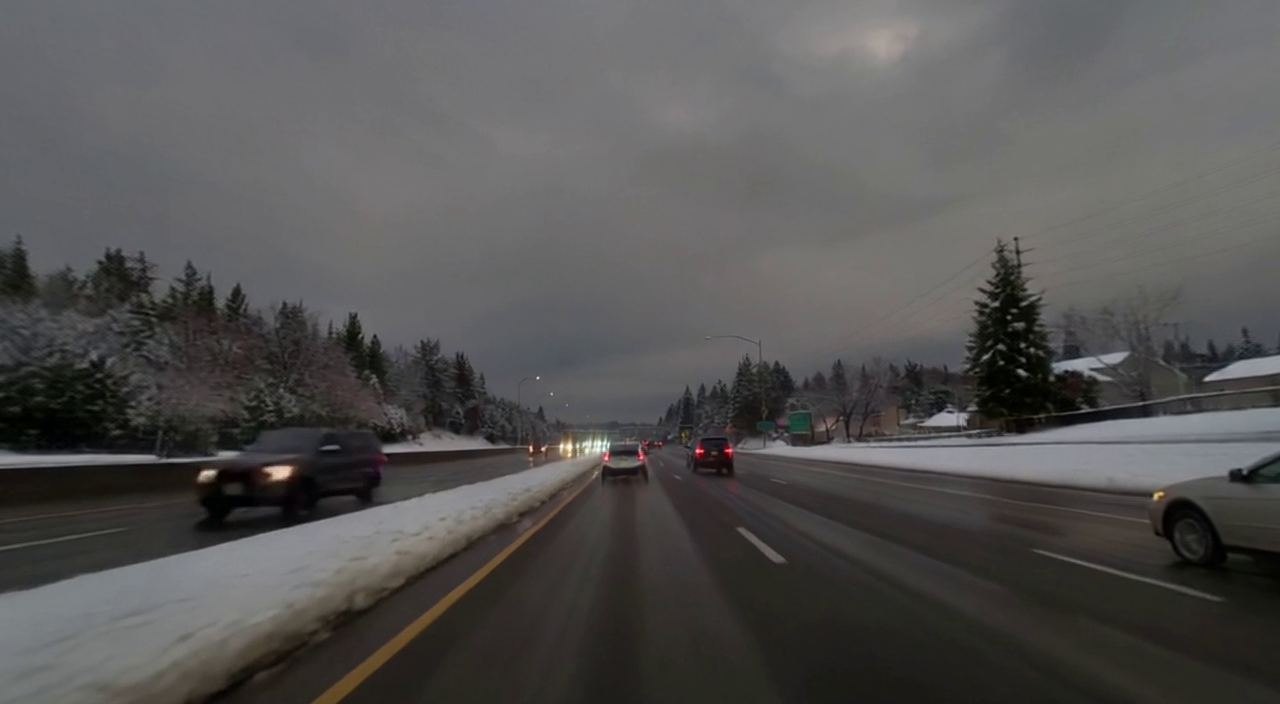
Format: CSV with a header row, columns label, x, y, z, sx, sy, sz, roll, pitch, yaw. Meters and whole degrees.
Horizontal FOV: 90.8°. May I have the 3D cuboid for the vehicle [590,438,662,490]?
label,x,y,z,sx,sy,sz,roll,pitch,yaw
vehicle,-0.383,3.464,19.826,2.040,1.451,3.736,0,-8,0

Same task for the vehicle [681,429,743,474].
label,x,y,z,sx,sy,sz,roll,pitch,yaw
vehicle,3.196,4.524,28.875,2.186,1.842,4.553,0,-8,-1

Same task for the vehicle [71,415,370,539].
label,x,y,z,sx,sy,sz,roll,pitch,yaw
vehicle,-7.325,2.226,11.962,2.205,1.832,5.001,0,-8,0
